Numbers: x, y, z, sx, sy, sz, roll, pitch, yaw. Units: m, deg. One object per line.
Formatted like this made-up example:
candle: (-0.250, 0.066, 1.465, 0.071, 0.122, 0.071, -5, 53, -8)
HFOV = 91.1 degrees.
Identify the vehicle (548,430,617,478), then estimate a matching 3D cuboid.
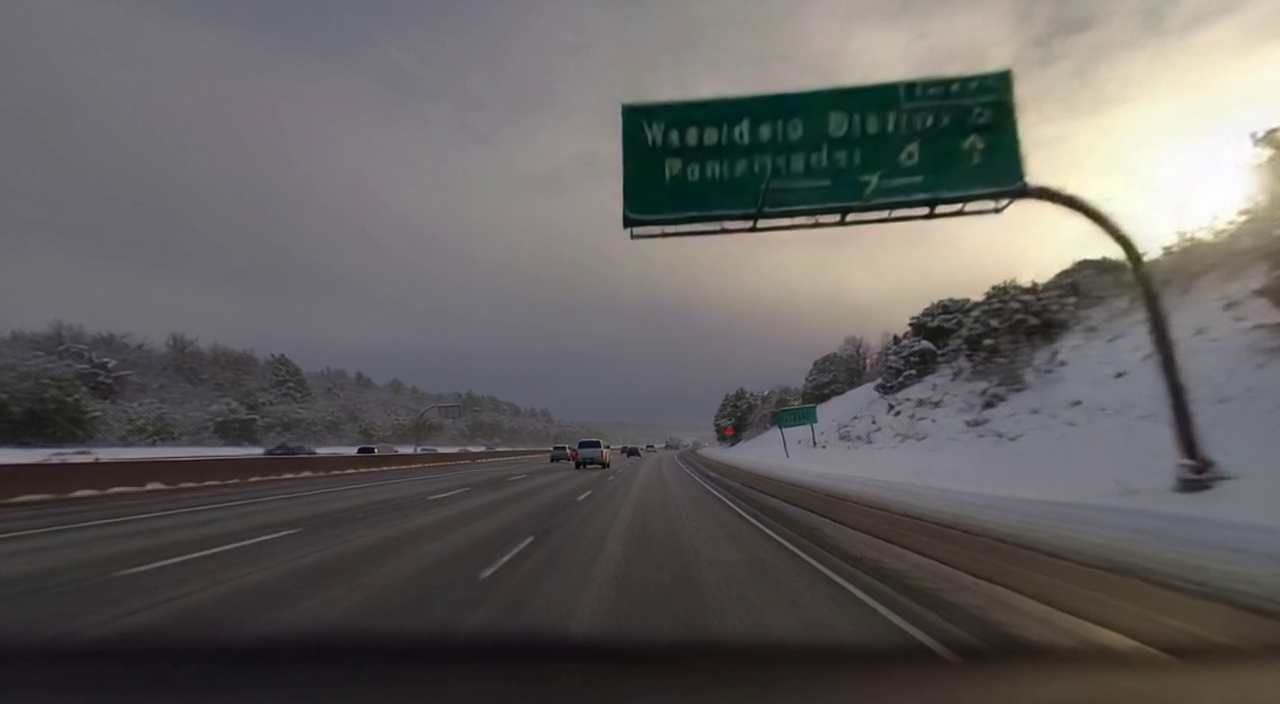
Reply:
vehicle: (-2.391, 4.473, 27.698, 2.413, 1.896, 5.218, 0, -8, 2)
